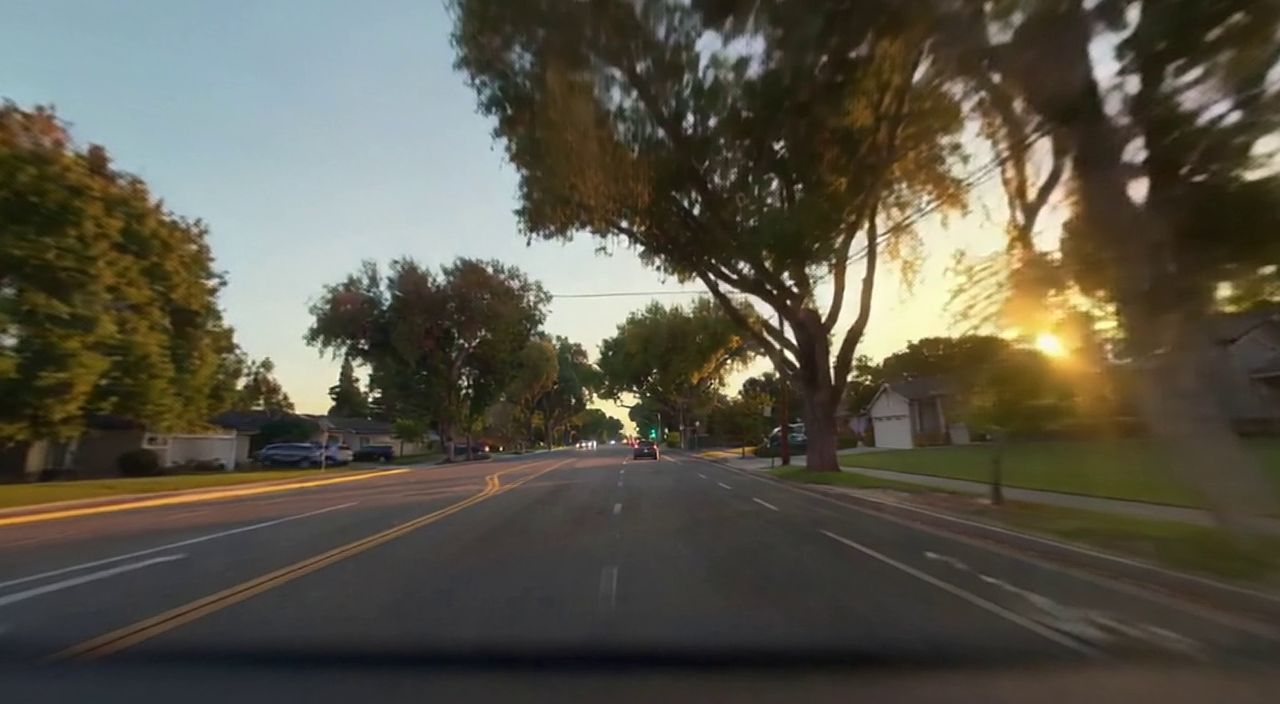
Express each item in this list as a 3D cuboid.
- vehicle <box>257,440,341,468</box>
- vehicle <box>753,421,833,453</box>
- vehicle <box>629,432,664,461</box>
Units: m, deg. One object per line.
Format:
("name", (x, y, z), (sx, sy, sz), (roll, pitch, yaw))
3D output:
("vehicle", (-21.376, 6.416, 39.734), (4.206, 1.721, 1.807), (0, -8, 0))
("vehicle", (11.959, 6.675, 49.590), (5.577, 2.450, 2.199), (0, -8, -4))
("vehicle", (0.391, 6.383, 42.696), (2.215, 1.799, 4.426), (0, -8, -2))
